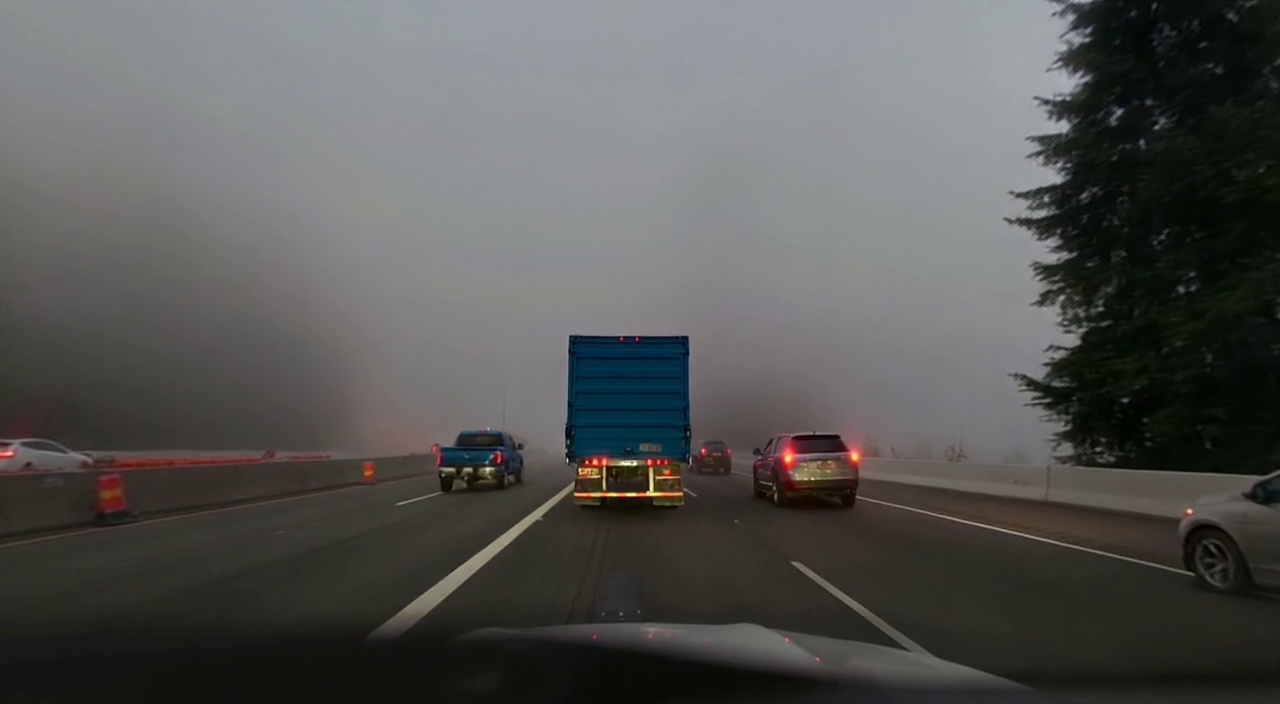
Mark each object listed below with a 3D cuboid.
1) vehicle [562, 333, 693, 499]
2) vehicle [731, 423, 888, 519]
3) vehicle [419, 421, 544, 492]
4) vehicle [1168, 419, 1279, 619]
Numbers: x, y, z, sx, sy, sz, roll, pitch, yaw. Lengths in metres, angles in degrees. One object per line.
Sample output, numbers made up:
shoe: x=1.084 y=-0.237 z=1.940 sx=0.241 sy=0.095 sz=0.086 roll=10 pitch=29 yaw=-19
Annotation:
vehicle: x=-0.450 y=2.272 z=20.100 sx=3.067 sy=3.940 sz=10.154 roll=1 pitch=-9 yaw=-2
vehicle: x=3.373 y=2.471 z=13.538 sx=2.103 sy=1.713 sz=4.173 roll=1 pitch=-9 yaw=-2
vehicle: x=-4.878 y=3.370 z=20.609 sx=2.421 sy=1.965 sz=5.980 roll=0 pitch=-9 yaw=1
vehicle: x=6.535 y=1.184 z=3.873 sx=2.070 sy=1.632 sz=4.774 roll=1 pitch=-9 yaw=-8
